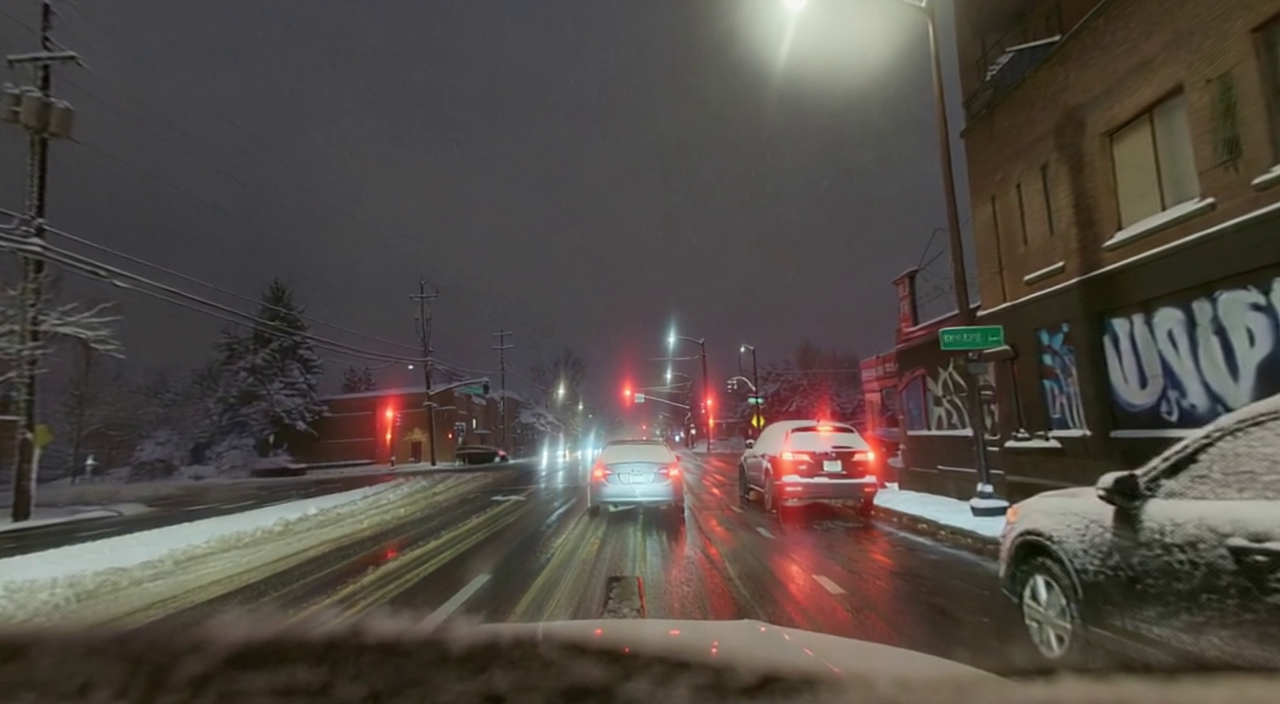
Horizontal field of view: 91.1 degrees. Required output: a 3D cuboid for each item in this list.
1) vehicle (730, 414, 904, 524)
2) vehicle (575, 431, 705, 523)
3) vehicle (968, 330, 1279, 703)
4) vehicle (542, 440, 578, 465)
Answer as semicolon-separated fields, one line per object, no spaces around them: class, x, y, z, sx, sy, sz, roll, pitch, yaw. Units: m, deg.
vehicle;3.246;2.268;12.669;2.060;1.783;4.579;0;-8;-1
vehicle;0.034;2.428;12.771;2.153;1.505;4.452;0;-8;1
vehicle;3.273;0.766;2.151;1.938;1.714;4.402;0;-8;1
vehicle;-5.750;7.305;45.664;2.059;1.699;4.252;0;-8;1
